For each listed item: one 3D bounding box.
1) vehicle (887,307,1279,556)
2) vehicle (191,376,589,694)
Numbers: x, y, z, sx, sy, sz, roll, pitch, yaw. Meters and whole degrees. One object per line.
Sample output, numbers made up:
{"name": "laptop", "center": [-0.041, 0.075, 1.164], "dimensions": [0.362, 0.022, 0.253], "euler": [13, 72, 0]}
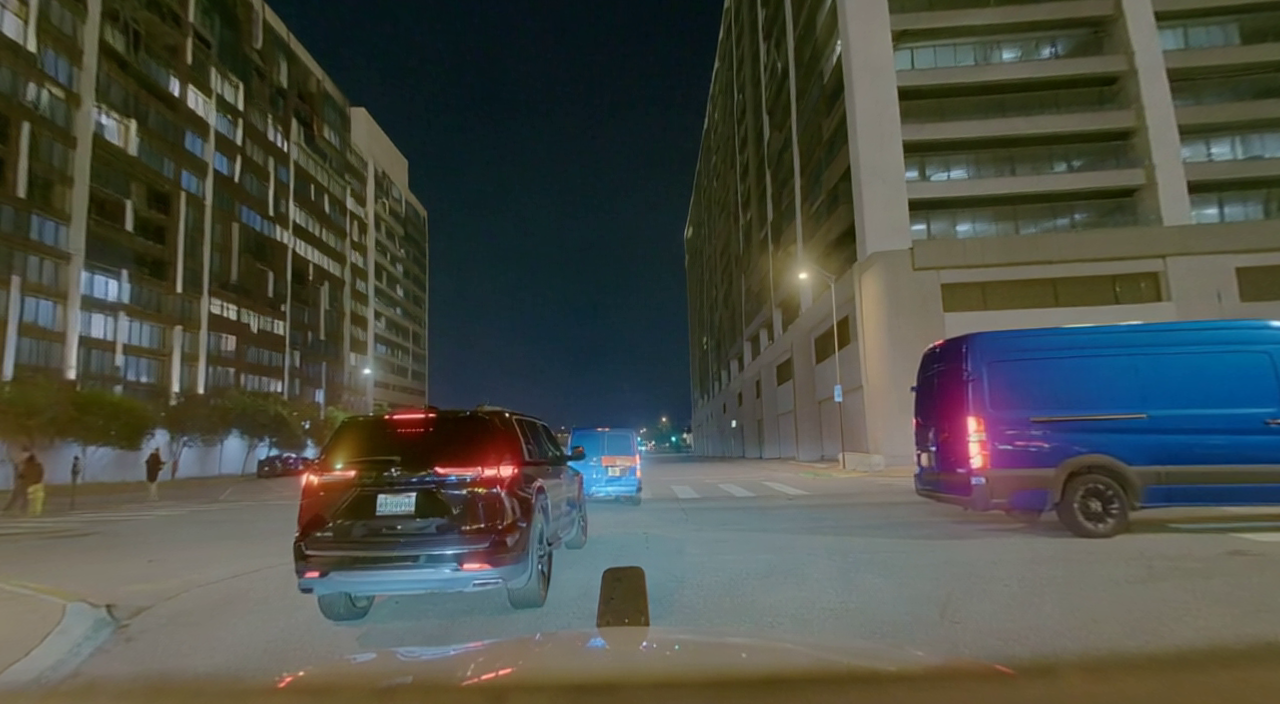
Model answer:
{"name": "vehicle", "center": [7.248, 1.022, 8.217], "dimensions": [6.932, 2.753, 2.446], "euler": [0, -8, 1]}
{"name": "vehicle", "center": [-1.651, 1.318, 5.708], "dimensions": [2.144, 1.733, 4.115], "euler": [1, -9, -8]}
